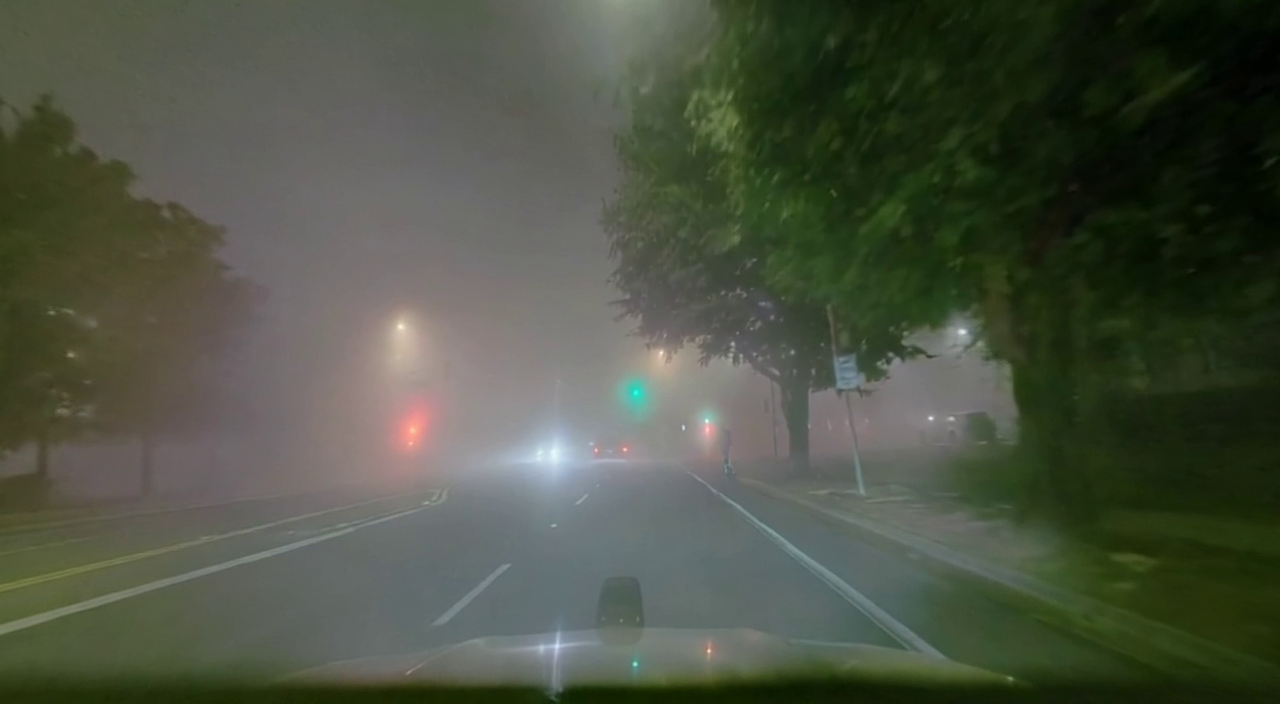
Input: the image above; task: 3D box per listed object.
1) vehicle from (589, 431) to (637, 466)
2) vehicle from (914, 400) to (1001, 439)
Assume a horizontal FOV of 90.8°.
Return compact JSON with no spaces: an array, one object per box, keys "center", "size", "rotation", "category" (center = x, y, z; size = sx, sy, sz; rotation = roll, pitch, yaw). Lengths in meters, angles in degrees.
[{"center":[-1.420,5.326,35.089],"size":[2.215,1.799,4.426],"rotation":[-1,-8,3],"category":"vehicle"},{"center":[15.543,3.405,31.256],"size":[1.982,1.705,4.677],"rotation":[-1,-8,3],"category":"vehicle"}]
